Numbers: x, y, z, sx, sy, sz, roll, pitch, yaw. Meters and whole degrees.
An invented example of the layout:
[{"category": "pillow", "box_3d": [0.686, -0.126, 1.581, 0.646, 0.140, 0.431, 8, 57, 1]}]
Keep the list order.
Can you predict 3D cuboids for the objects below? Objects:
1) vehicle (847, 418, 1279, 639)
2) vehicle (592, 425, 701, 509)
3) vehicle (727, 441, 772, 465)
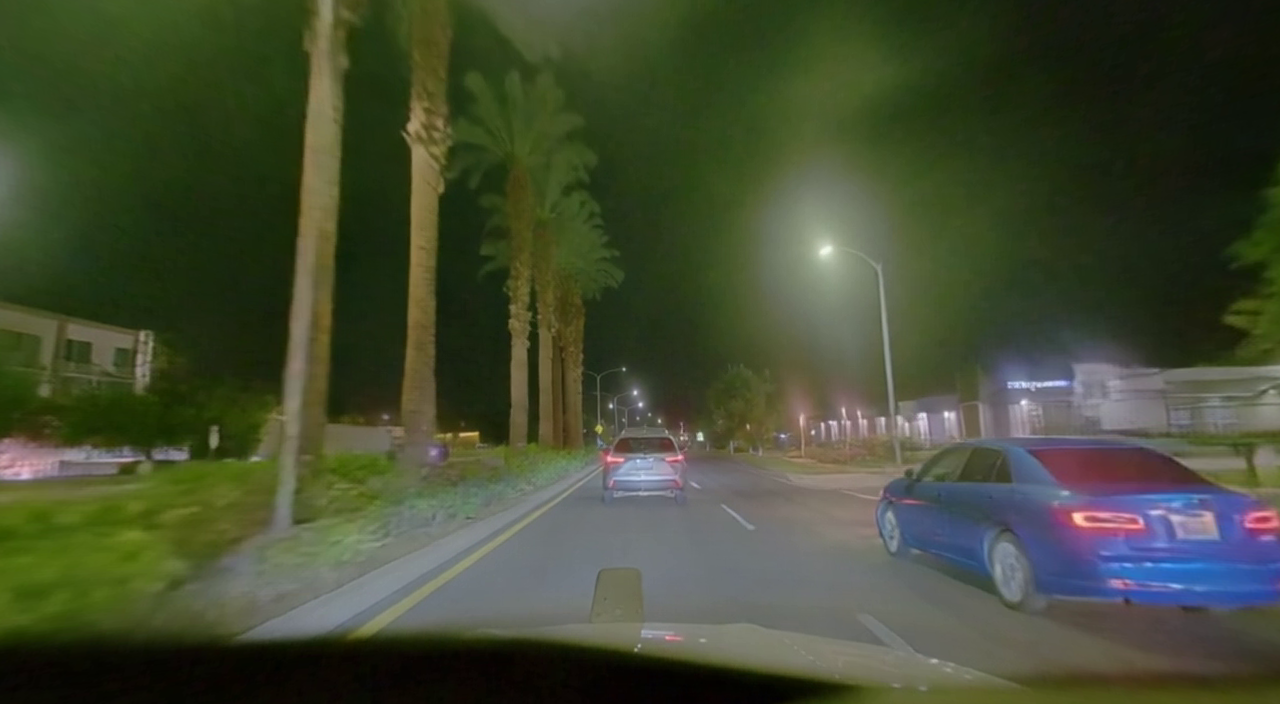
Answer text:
[{"category": "vehicle", "box_3d": [3.935, 1.528, 6.615, 1.941, 1.472, 4.570, 0, -8, -1]}, {"category": "vehicle", "box_3d": [0.104, 2.680, 15.176, 2.239, 1.693, 4.301, 0, -8, -1]}, {"category": "vehicle", "box_3d": [6.841, 6.349, 39.919, 1.930, 1.457, 4.267, 0, -8, -2]}]
